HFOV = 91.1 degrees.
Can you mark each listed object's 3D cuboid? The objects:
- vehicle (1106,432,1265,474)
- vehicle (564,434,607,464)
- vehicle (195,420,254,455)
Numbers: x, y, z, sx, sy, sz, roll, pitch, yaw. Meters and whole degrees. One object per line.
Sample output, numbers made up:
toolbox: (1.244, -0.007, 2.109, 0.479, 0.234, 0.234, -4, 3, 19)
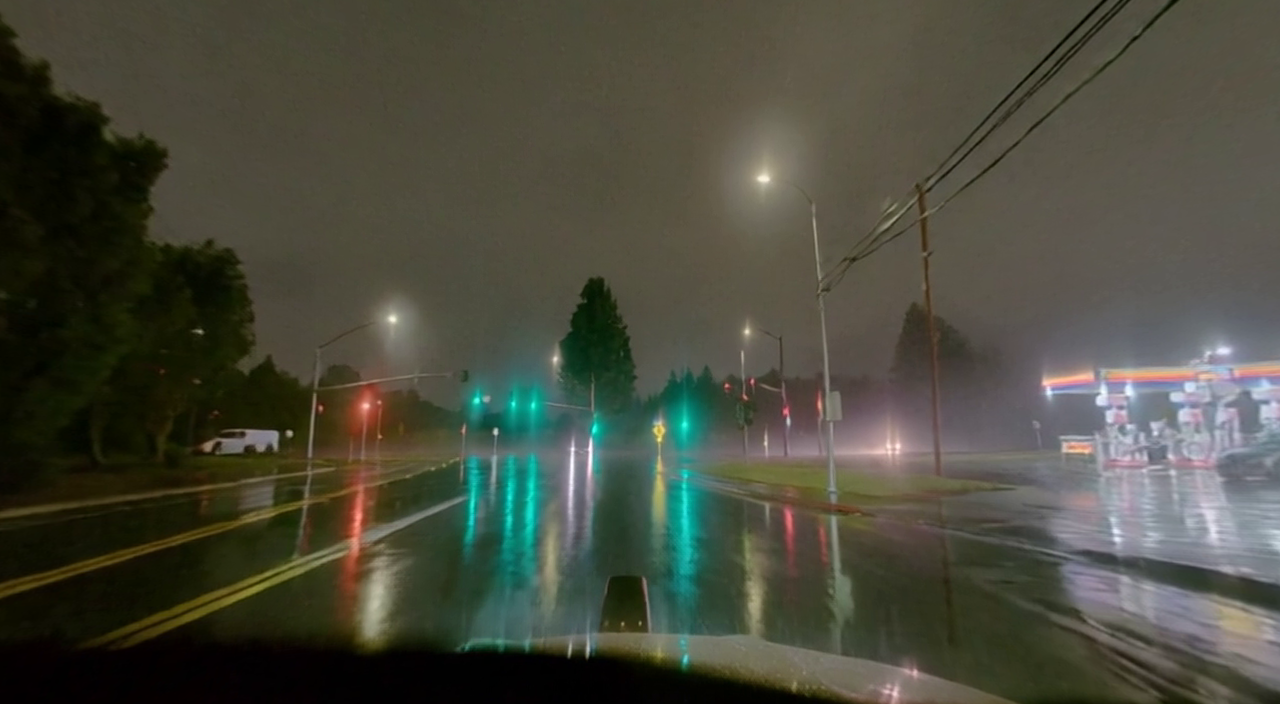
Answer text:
vehicle: (20.393, 3.782, 23.534, 4.661, 1.476, 1.943, 2, -9, -12)
vehicle: (-3.638, 6.401, 41.436, 2.300, 1.868, 4.690, 2, -9, -11)
vehicle: (-31.043, 6.435, 46.903, 2.427, 2.514, 2.560, -4, -10, 23)
